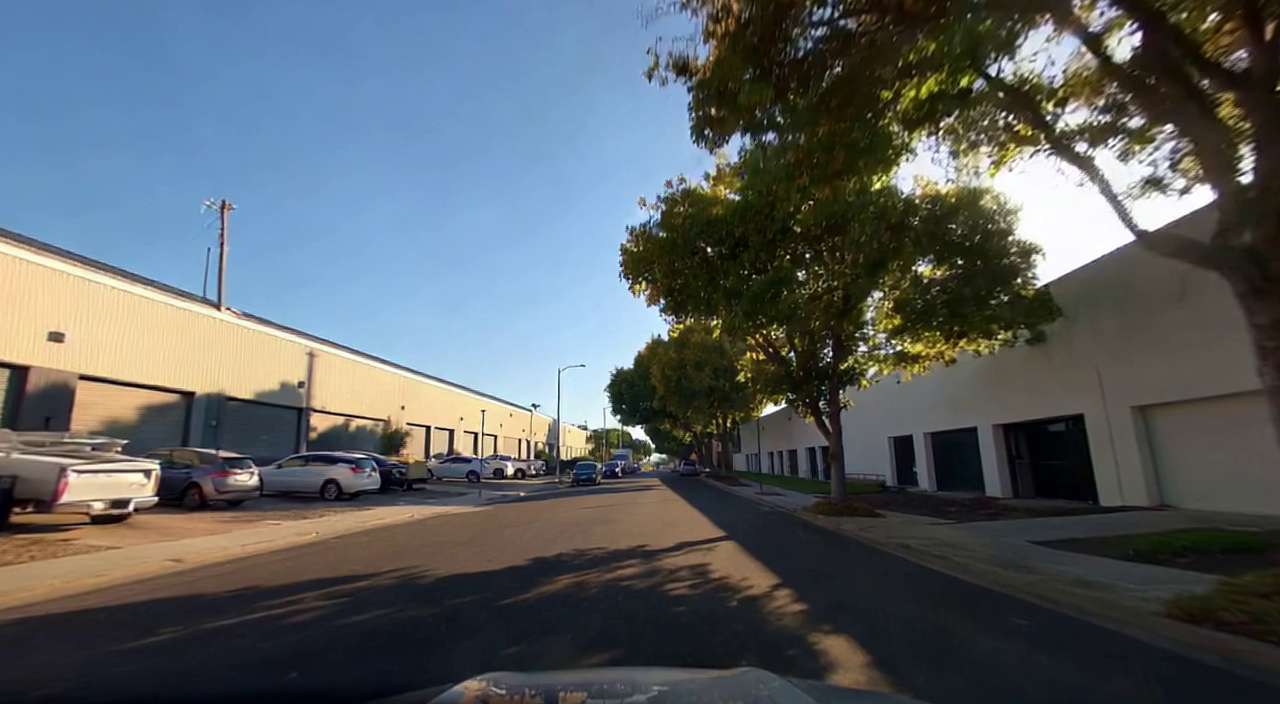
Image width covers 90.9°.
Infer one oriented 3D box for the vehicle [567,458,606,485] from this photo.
[{"bbox_3d":[-3.429,7.825,41.373,1.927,1.580,4.556,-2,-9,3],"label":"vehicle"}]
